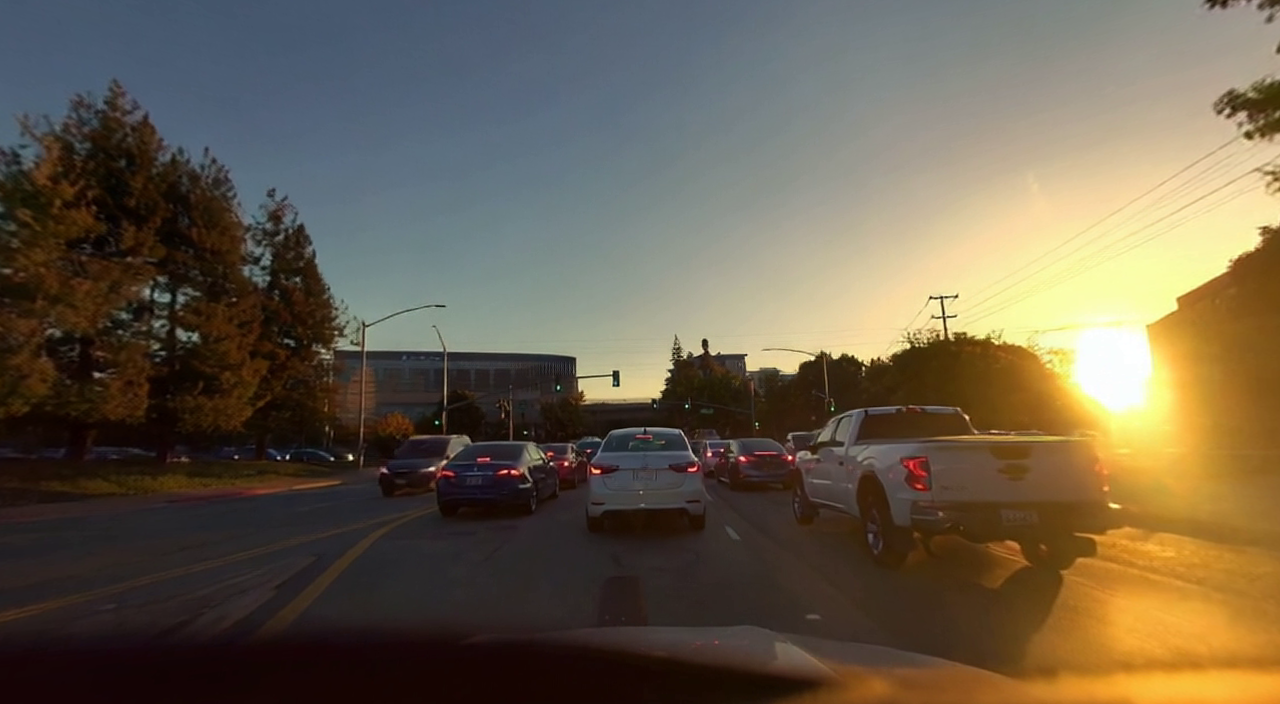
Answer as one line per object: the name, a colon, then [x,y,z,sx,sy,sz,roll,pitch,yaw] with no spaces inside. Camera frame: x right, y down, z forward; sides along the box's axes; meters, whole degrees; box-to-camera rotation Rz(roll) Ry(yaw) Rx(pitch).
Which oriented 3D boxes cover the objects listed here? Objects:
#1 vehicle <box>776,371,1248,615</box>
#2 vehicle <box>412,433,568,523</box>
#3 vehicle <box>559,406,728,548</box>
vehicle: [3.482,1.509,7.861,2.317,1.857,5.940,0,-8,1]
vehicle: [-2.761,2.431,12.751,2.023,1.494,4.259,0,-8,1]
vehicle: [0.106,1.862,9.942,2.113,1.768,3.901,0,-8,2]
